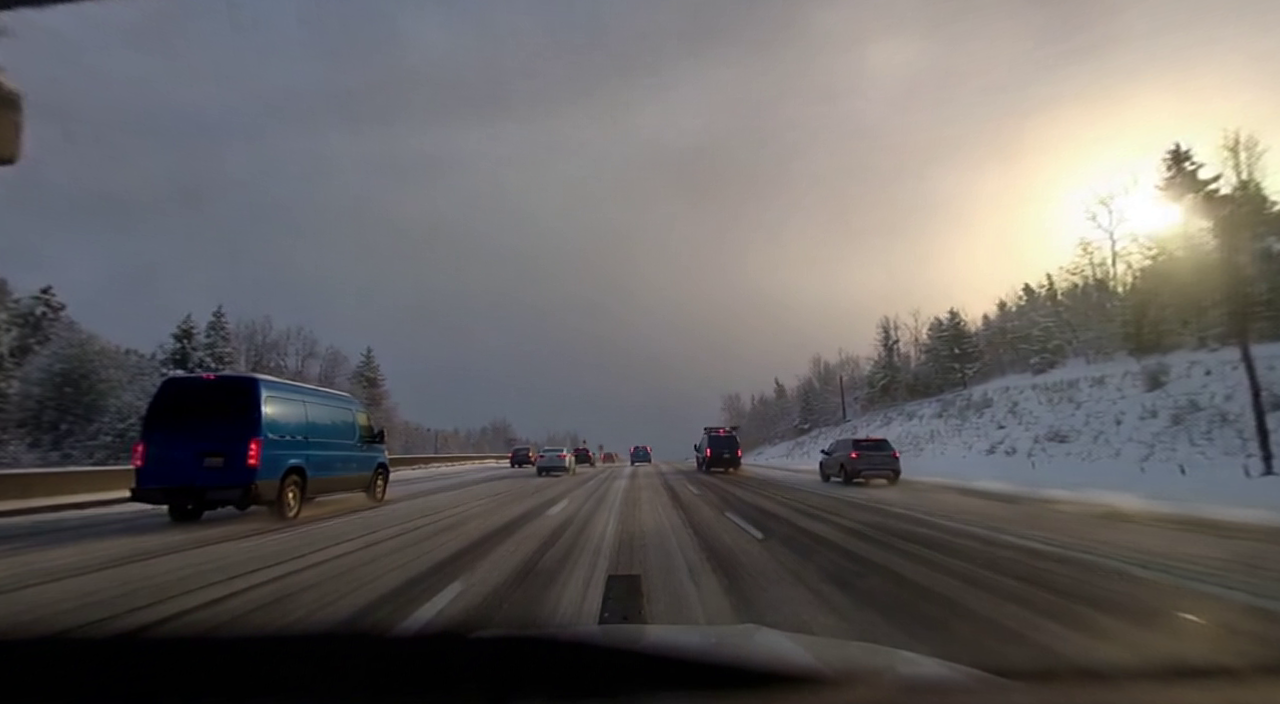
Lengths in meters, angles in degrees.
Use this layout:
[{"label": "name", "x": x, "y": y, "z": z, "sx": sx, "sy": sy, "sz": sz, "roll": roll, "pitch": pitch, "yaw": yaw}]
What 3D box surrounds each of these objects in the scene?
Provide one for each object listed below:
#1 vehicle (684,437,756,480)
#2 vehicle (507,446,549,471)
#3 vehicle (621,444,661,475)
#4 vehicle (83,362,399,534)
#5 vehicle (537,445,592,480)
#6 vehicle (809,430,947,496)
[{"label": "vehicle", "x": 3.721, "y": 5.140, "z": 30.786, "sx": 2.777, "sy": 1.895, "sz": 5.710, "roll": 0, "pitch": -9, "yaw": 0}, {"label": "vehicle", "x": -7.525, "y": 7.152, "z": 42.638, "sx": 1.961, "sy": 1.562, "sz": 4.301, "roll": 0, "pitch": -9, "yaw": 1}, {"label": "vehicle", "x": 0.077, "y": 6.022, "z": 35.599, "sx": 2.115, "sy": 1.617, "sz": 4.102, "roll": 0, "pitch": -9, "yaw": 1}, {"label": "vehicle", "x": -7.526, "y": 1.978, "z": 13.224, "sx": 2.336, "sy": 2.708, "sz": 6.421, "roll": 0, "pitch": -9, "yaw": 0}, {"label": "vehicle", "x": -3.417, "y": 5.099, "z": 29.355, "sx": 1.970, "sy": 1.483, "sz": 4.071, "roll": 0, "pitch": -9, "yaw": 1}, {"label": "vehicle", "x": 7.452, "y": 3.545, "z": 20.593, "sx": 2.304, "sy": 1.840, "sz": 5.706, "roll": 0, "pitch": -9, "yaw": 0}]
